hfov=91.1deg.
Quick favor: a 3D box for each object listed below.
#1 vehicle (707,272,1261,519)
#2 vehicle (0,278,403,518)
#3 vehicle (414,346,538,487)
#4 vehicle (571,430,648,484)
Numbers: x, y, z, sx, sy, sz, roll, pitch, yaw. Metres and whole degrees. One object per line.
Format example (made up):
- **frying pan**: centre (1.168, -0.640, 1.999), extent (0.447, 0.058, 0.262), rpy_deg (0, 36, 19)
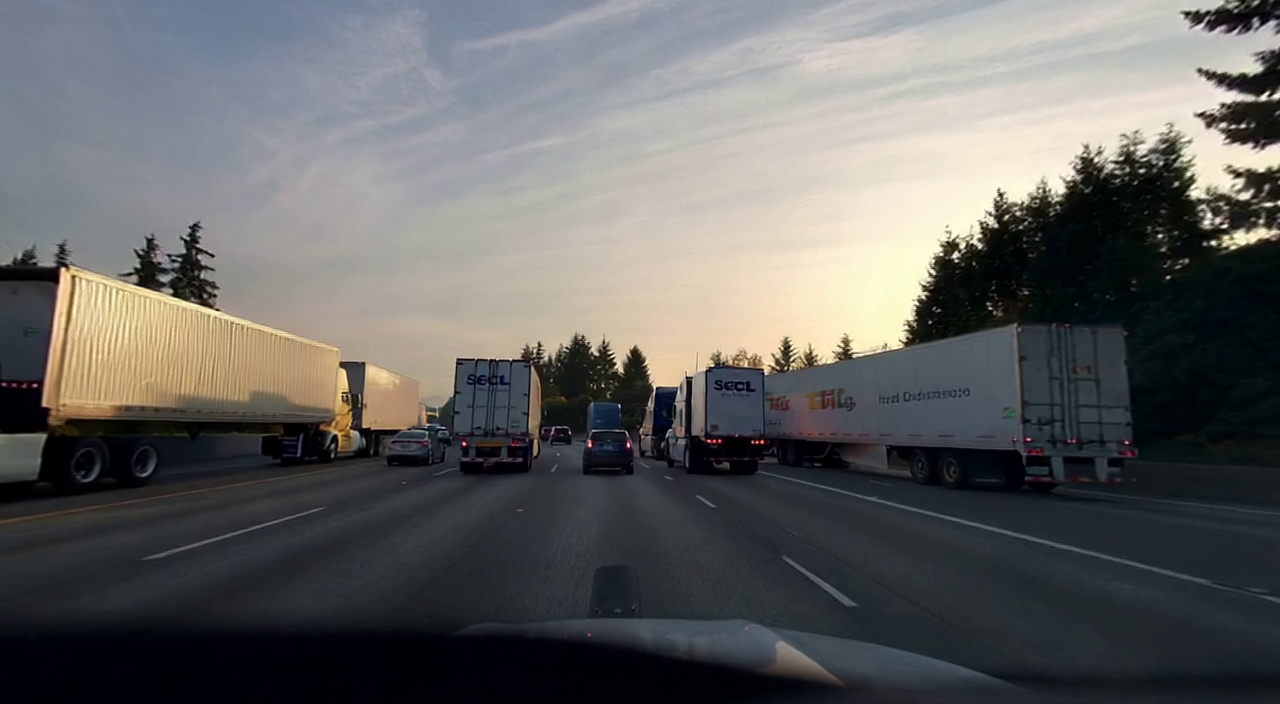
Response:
- **vehicle**: centre (6.857, 1.559, 17.105), extent (2.820, 4.084, 13.786), rpy_deg (4, -9, -27)
- **vehicle**: centre (-11.439, 1.487, 16.045), extent (2.867, 4.125, 14.026), rpy_deg (-2, -8, 12)
- **vehicle**: centre (-5.149, 2.315, 21.511), extent (2.822, 3.788, 8.799), rpy_deg (1, -8, -7)
- **vehicle**: centre (-1.112, 3.322, 20.431), extent (2.060, 1.540, 4.374), rpy_deg (1, -8, -8)
